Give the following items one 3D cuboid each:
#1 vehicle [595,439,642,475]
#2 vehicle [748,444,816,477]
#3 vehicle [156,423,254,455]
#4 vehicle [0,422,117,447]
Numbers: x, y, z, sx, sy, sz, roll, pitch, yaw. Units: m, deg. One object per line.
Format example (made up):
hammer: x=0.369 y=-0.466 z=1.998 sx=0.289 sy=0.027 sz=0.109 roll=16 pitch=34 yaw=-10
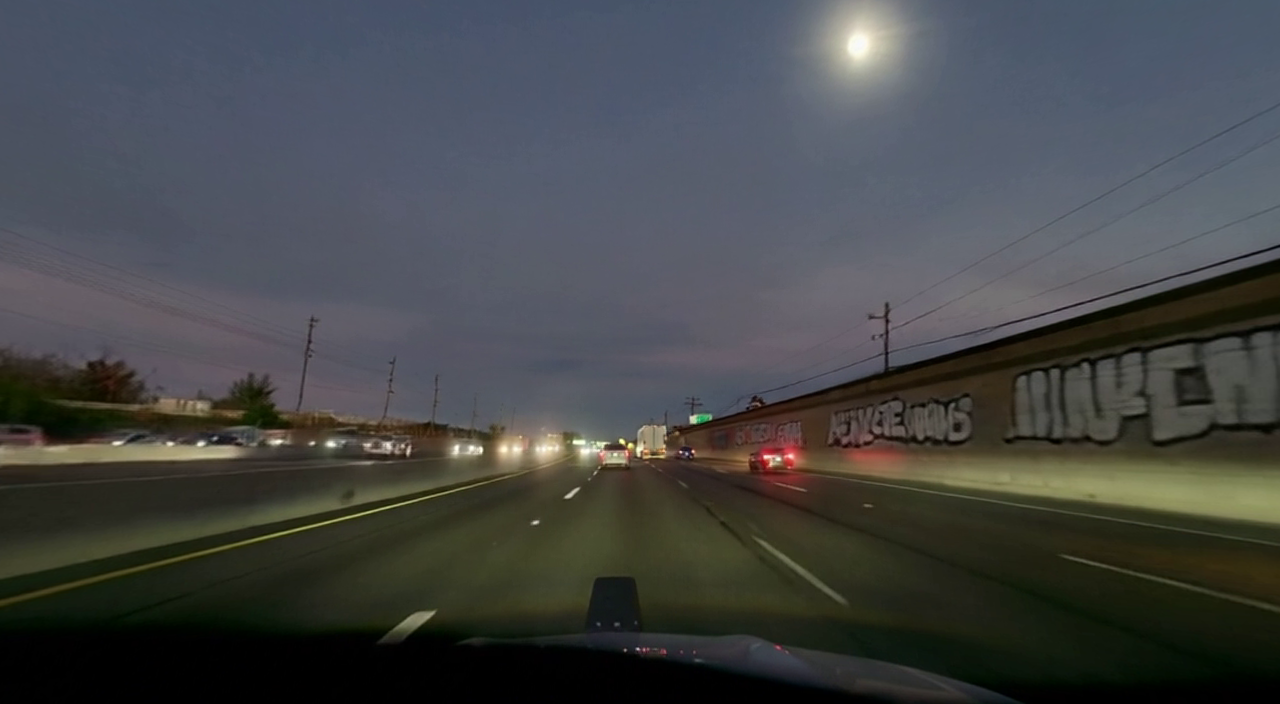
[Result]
vehicle: x=-1.053 y=5.220 z=31.481 sx=2.191 sy=1.685 sz=3.353 roll=0 pitch=-9 yaw=-2
vehicle: x=6.797 y=5.250 z=30.831 sx=2.018 sy=1.451 sz=4.762 roll=0 pitch=-9 yaw=-2
vehicle: x=-31.592 y=6.352 z=45.965 sx=5.594 sy=2.183 sz=2.388 roll=6 pitch=-11 yaw=-36
vehicle: x=-30.719 y=4.366 z=33.258 sx=4.589 sy=1.209 sz=2.187 roll=5 pitch=-10 yaw=-32
